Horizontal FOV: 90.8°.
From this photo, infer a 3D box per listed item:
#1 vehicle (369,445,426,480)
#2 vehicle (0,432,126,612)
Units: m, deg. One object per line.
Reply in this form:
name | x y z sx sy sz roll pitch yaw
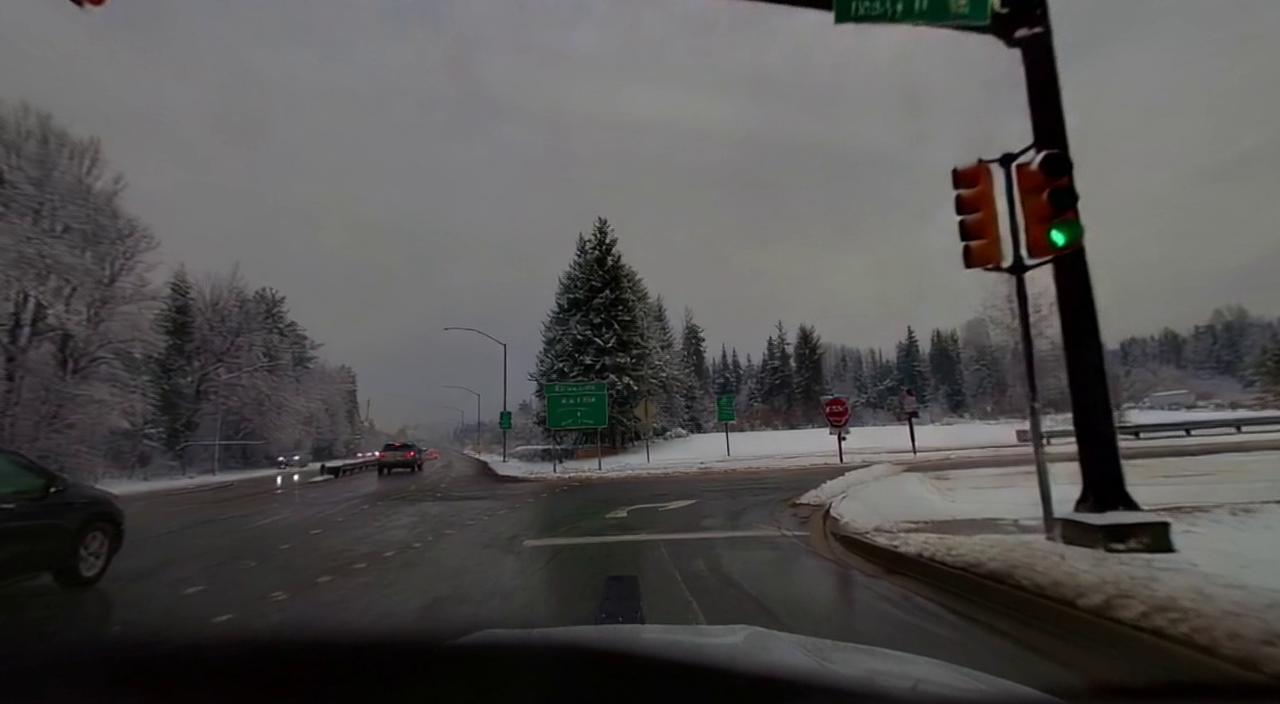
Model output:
vehicle | -12.911 5.879 33.955 2.134 1.707 4.471 1 -9 -12
vehicle | -6.366 1.366 4.741 1.936 1.542 4.336 1 -9 -10
